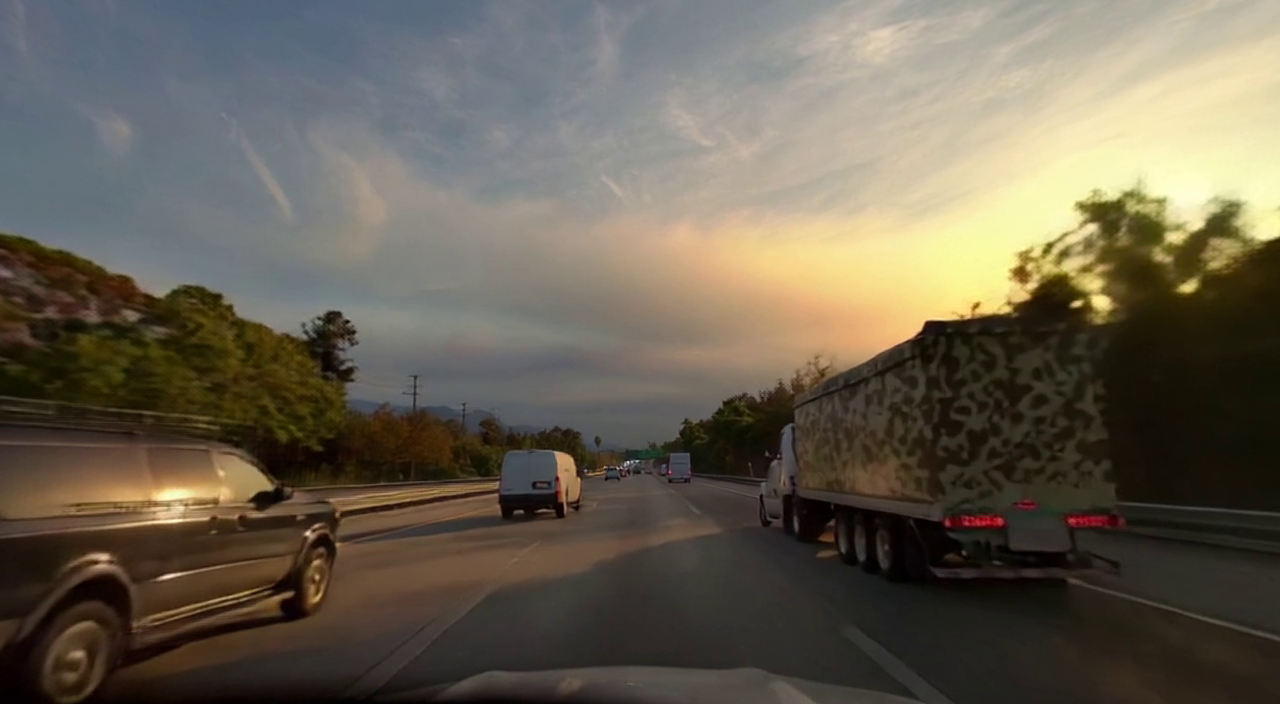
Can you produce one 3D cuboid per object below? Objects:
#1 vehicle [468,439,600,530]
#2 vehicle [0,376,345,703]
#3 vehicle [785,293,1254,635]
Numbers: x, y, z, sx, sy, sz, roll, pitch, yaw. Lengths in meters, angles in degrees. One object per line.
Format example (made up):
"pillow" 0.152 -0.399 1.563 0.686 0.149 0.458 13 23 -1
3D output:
"vehicle" -2.464 3.346 16.268 2.378 1.930 5.086 0 -11 2
"vehicle" -3.762 1.099 3.503 2.124 1.671 4.262 1 -11 0
"vehicle" 3.867 1.394 8.133 2.703 2.988 5.097 1 -11 0
